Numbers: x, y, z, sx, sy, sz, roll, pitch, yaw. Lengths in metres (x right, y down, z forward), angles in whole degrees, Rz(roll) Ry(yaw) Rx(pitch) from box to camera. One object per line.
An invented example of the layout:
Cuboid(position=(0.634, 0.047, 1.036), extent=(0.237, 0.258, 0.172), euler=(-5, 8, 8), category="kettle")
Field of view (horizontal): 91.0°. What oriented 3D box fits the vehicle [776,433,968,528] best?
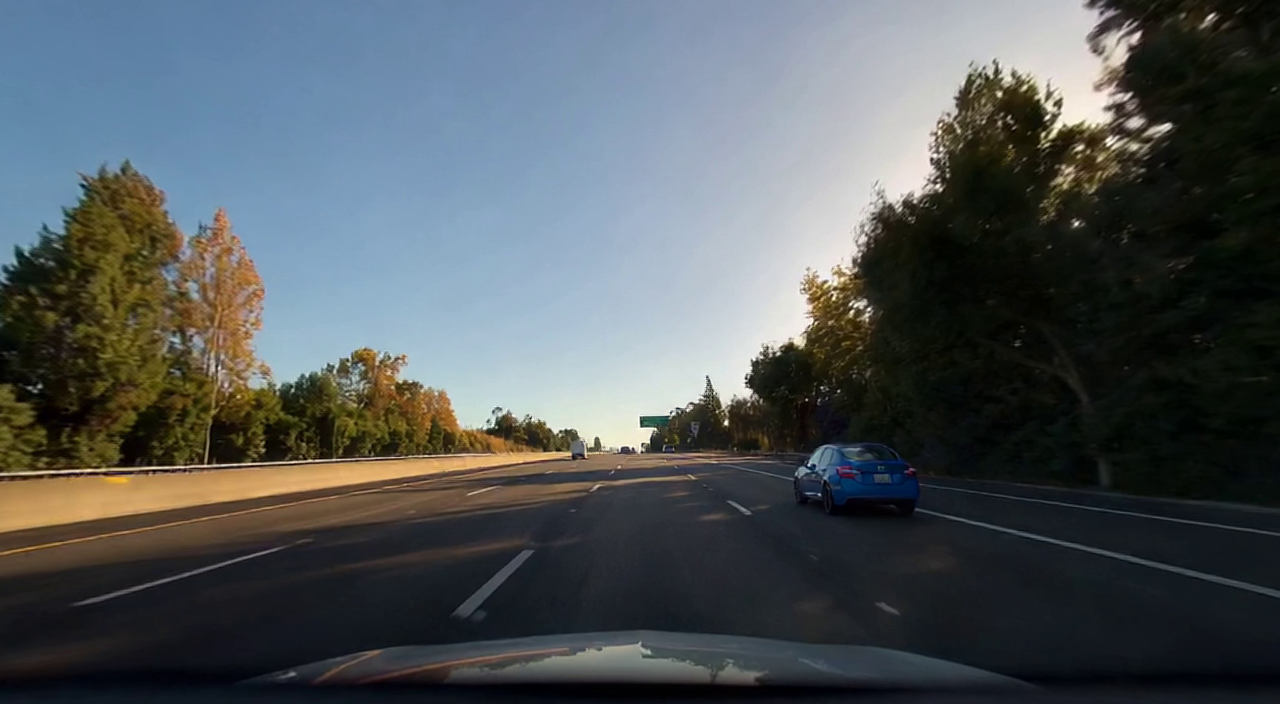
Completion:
Cuboid(position=(4.185, 2.393, 12.290), extent=(2.033, 1.501, 4.398), euler=(0, -9, 0), category="vehicle")
